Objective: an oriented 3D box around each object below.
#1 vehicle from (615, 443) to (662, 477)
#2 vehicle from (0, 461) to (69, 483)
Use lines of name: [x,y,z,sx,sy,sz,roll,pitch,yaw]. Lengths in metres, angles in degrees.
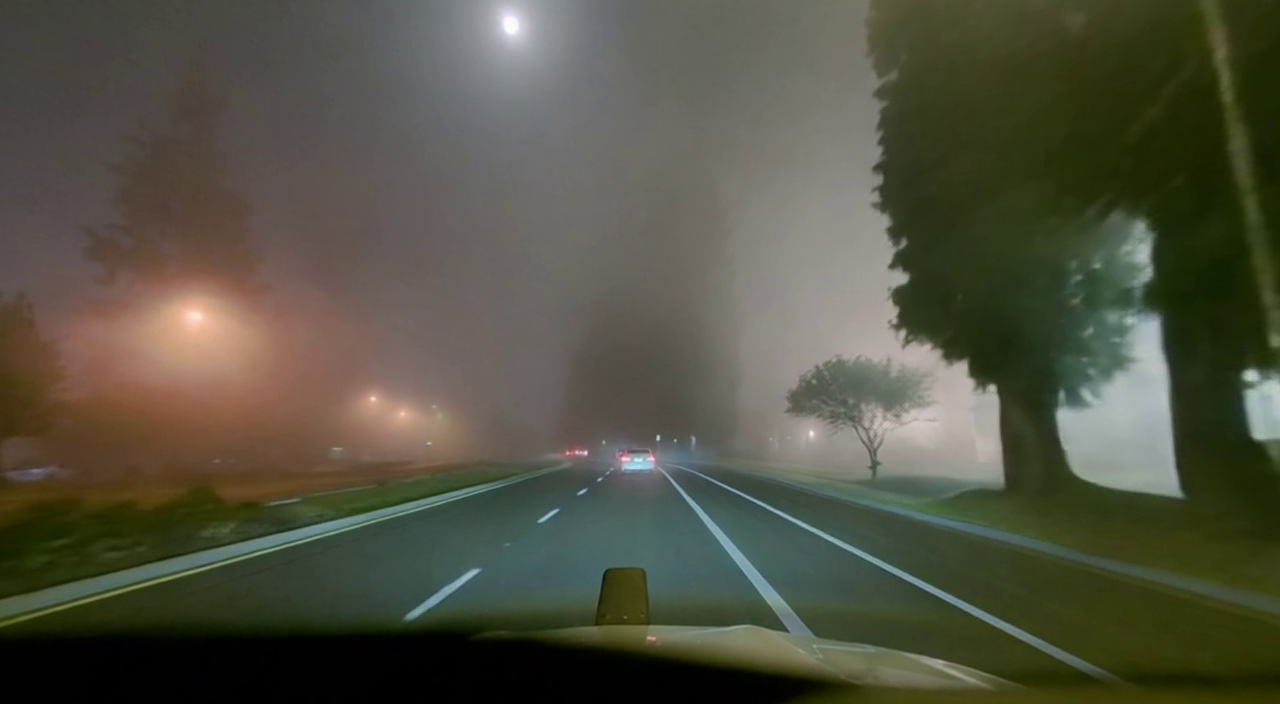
vehicle: [-0.099,4.949,29.078,2.009,1.456,4.003,0,-8,-1]
vehicle: [-48.179,9.415,49.606,4.624,1.528,1.829,7,-10,-41]
